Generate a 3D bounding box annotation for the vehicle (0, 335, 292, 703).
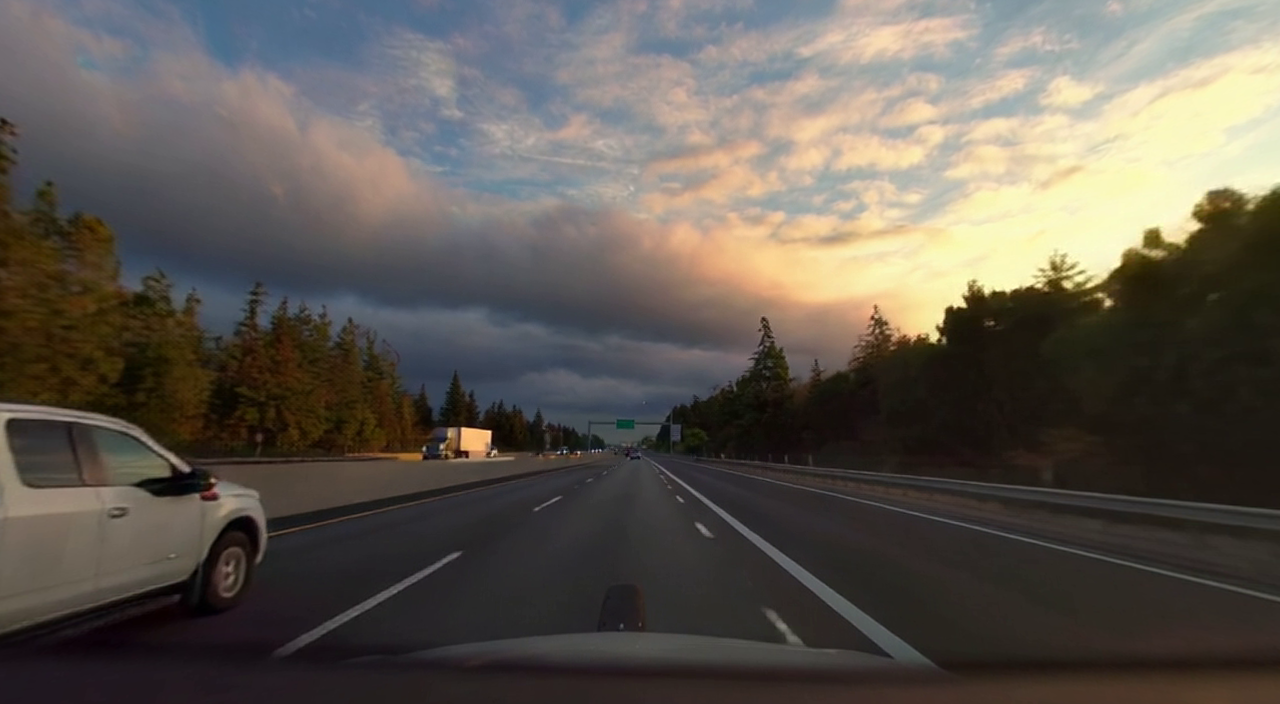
[{"bbox_3d":[-4.161,0.841,2.829,2.214,1.872,5.179,0,-9,0],"label":"vehicle"}]
